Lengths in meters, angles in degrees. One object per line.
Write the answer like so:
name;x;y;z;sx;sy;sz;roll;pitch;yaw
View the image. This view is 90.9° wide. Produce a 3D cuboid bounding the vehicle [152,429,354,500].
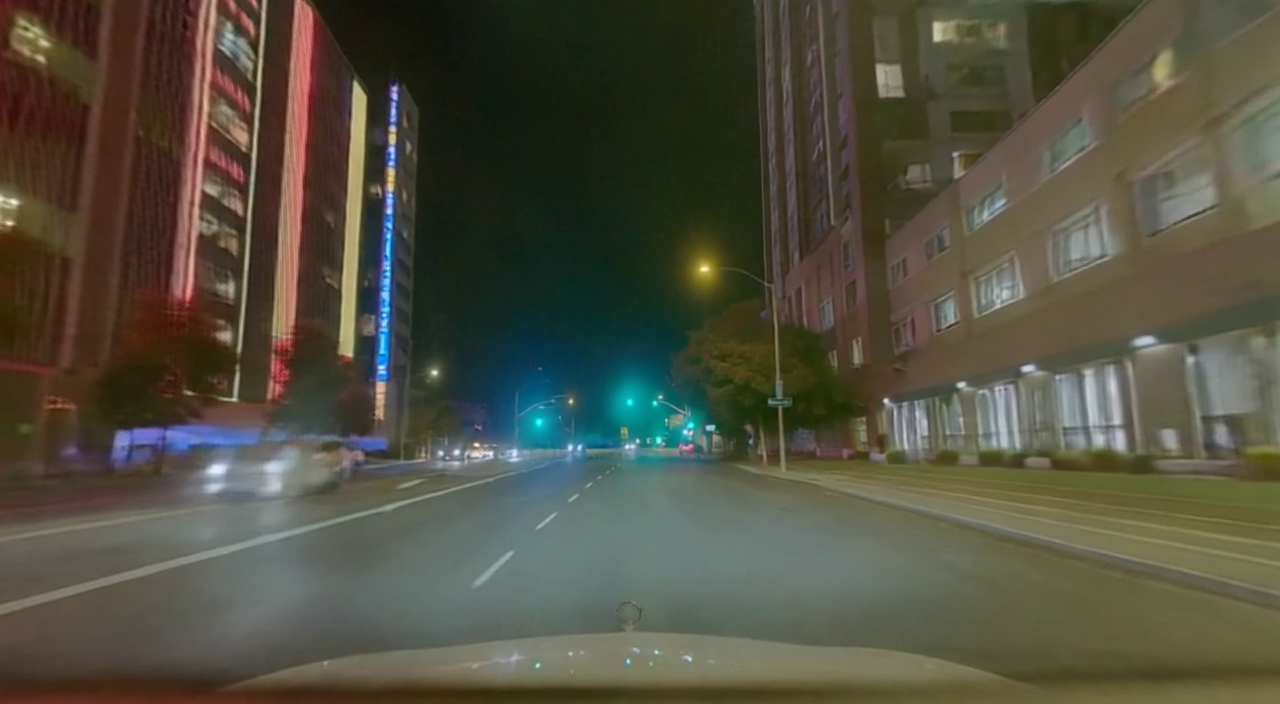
vehicle;-9.281;2.736;15.724;1.939;1.482;4.673;-1;-8;2
